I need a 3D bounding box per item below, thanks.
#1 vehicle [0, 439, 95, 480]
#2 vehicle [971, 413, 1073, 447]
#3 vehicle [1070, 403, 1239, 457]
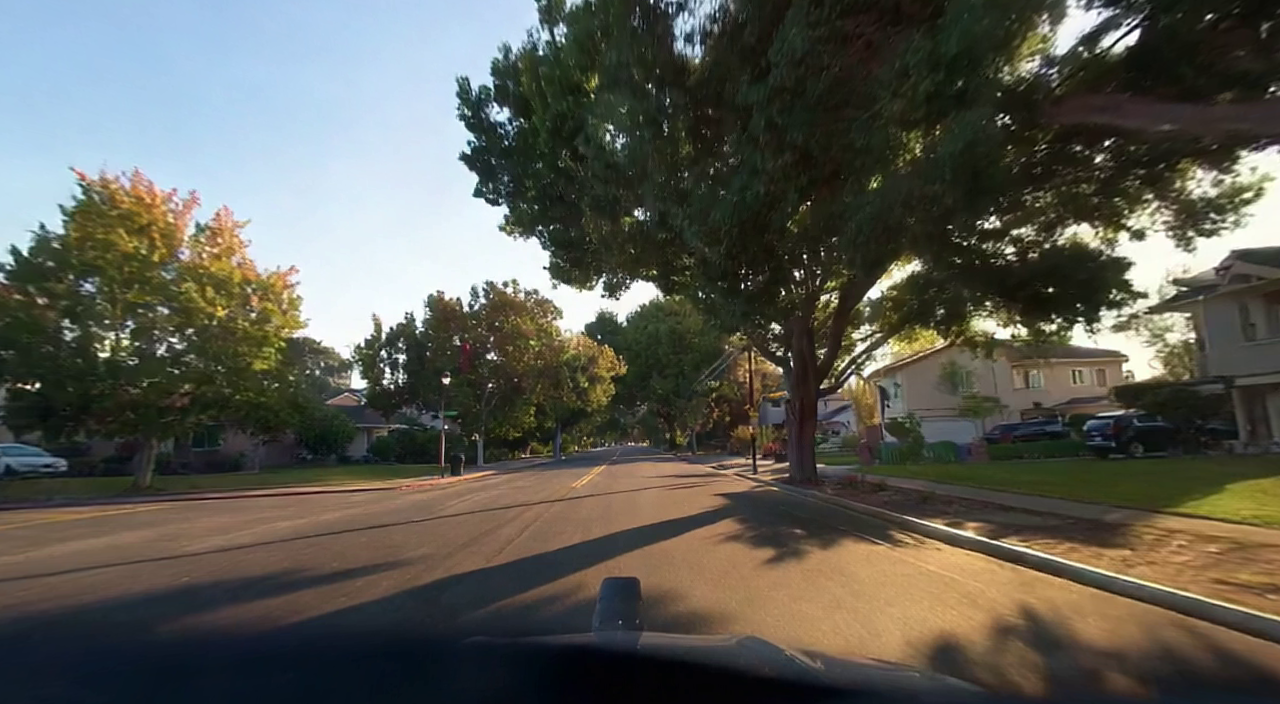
[{"bbox_3d":[-24.699,4.172,24.673,1.953,1.507,5.016,-1,-8,4],"label":"vehicle"},{"bbox_3d":[18.887,3.888,31.243,3.730,1.604,2.027,0,-8,2],"label":"vehicle"},{"bbox_3d":[17.062,2.624,21.040,3.882,1.686,1.881,0,-8,2],"label":"vehicle"}]
